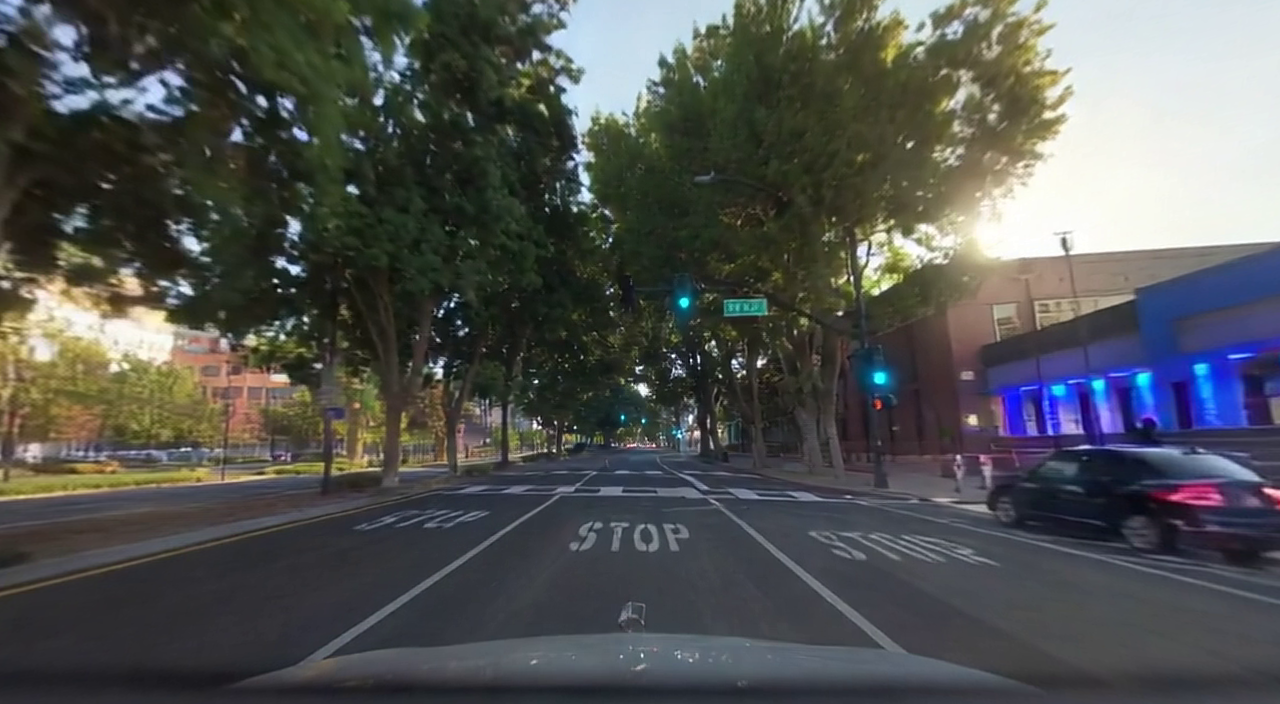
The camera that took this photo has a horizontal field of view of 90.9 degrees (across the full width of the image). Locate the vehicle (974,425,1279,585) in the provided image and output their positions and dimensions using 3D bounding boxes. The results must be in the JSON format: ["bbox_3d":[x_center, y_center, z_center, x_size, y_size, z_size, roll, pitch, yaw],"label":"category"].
[{"bbox_3d":[6.719,1.819,8.473,1.872,1.528,4.648,0,-8,0],"label":"vehicle"}]
